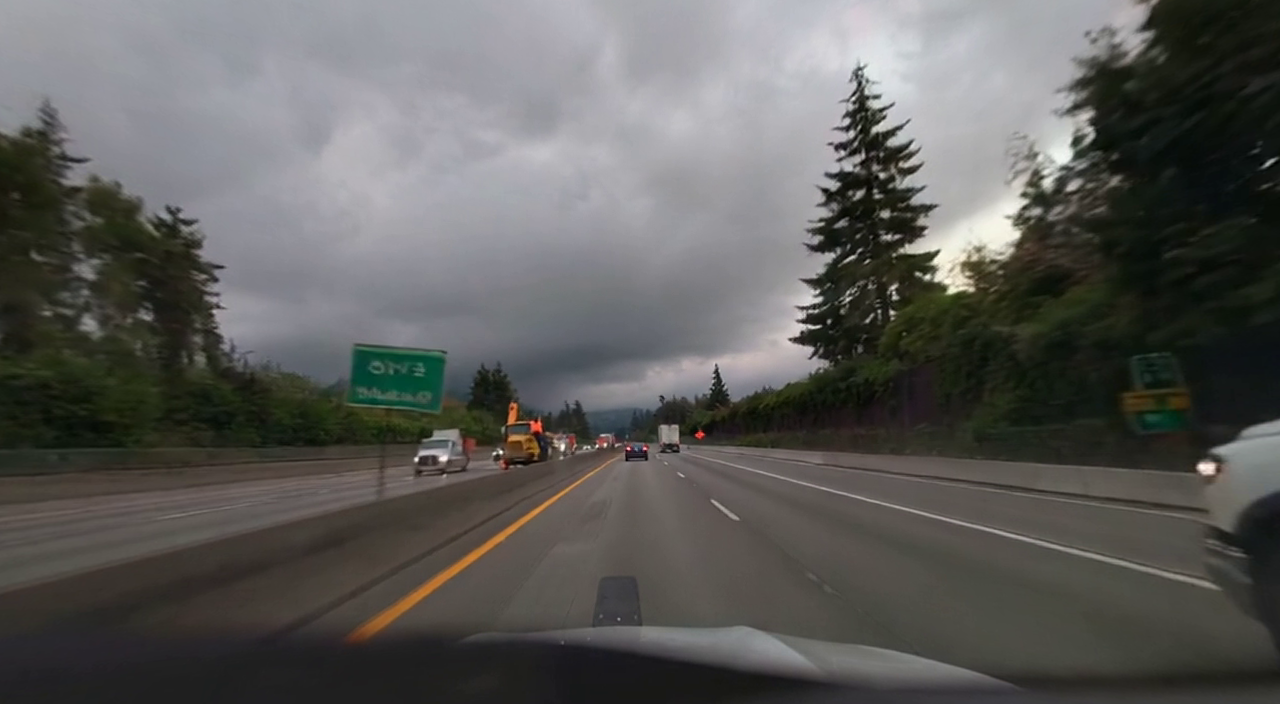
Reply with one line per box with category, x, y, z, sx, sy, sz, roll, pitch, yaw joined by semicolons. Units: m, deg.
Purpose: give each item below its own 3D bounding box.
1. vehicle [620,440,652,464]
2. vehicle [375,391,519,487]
vehicle;-0.261;6.558;41.150;2.004;1.472;4.075;0;-8;-1
vehicle;-8.154;3.980;28.448;3.088;3.551;10.063;0;-8;1
